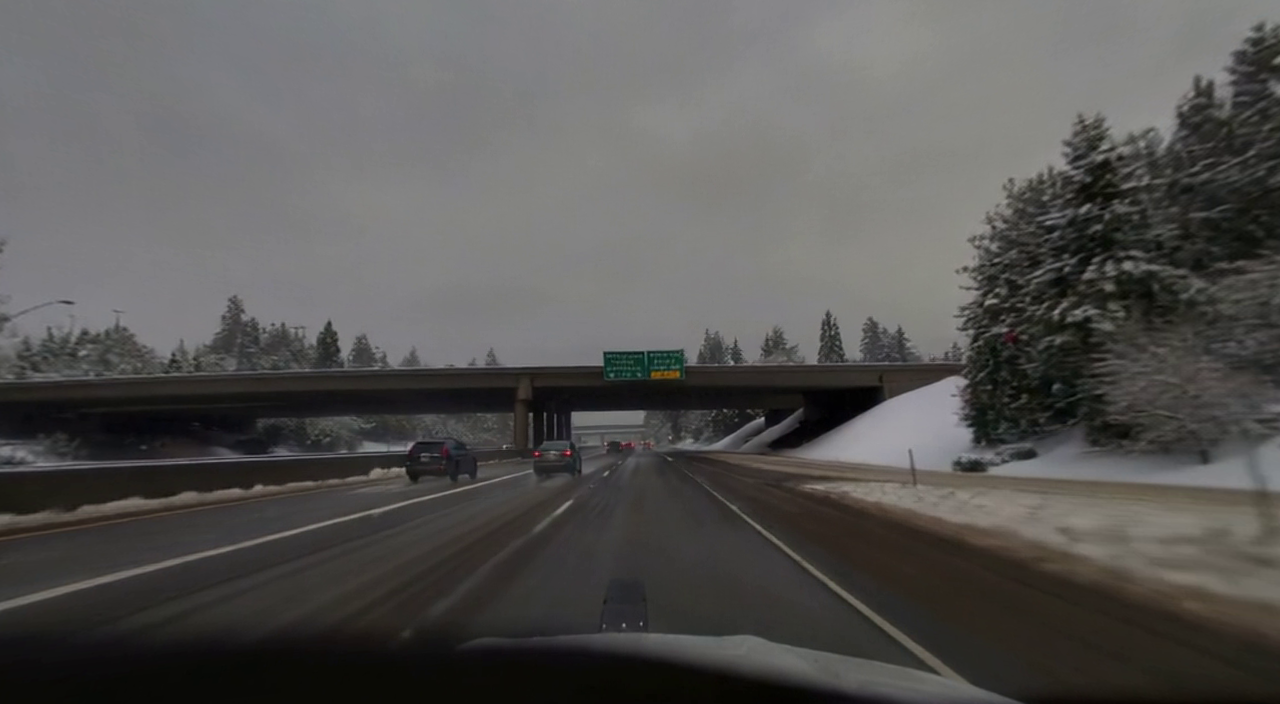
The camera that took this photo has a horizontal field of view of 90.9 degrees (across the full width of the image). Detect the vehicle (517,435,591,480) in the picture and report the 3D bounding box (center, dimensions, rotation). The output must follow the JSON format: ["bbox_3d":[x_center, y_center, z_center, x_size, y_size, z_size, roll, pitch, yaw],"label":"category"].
[{"bbox_3d":[-3.292,4.167,25.246,2.210,1.628,4.586,-1,-8,1],"label":"vehicle"}]

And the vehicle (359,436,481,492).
[{"bbox_3d":[-6.794,3.493,20.150,2.069,1.551,4.830,0,-8,1],"label":"vehicle"}]
